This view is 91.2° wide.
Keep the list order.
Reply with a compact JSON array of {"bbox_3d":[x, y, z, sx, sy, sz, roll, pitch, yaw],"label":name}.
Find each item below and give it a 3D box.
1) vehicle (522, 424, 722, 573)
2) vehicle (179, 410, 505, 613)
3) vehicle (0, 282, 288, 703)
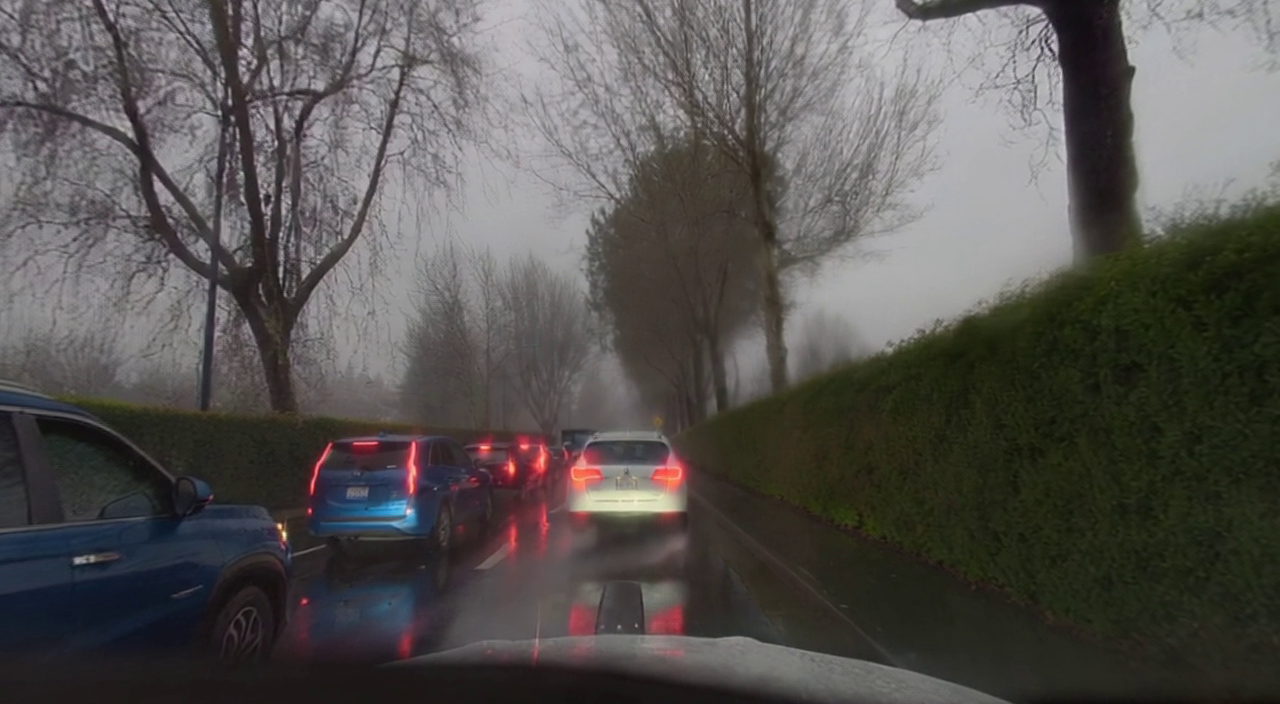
[{"bbox_3d":[-0.226,1.897,8.849,2.154,1.581,4.007,0,-9,-1],"label":"vehicle"},{"bbox_3d":[-3.410,1.864,8.334,2.256,1.728,4.421,-6,-8,-2],"label":"vehicle"},{"bbox_3d":[-3.284,0.678,1.267,2.205,1.913,5.327,-5,-8,-2],"label":"vehicle"}]
